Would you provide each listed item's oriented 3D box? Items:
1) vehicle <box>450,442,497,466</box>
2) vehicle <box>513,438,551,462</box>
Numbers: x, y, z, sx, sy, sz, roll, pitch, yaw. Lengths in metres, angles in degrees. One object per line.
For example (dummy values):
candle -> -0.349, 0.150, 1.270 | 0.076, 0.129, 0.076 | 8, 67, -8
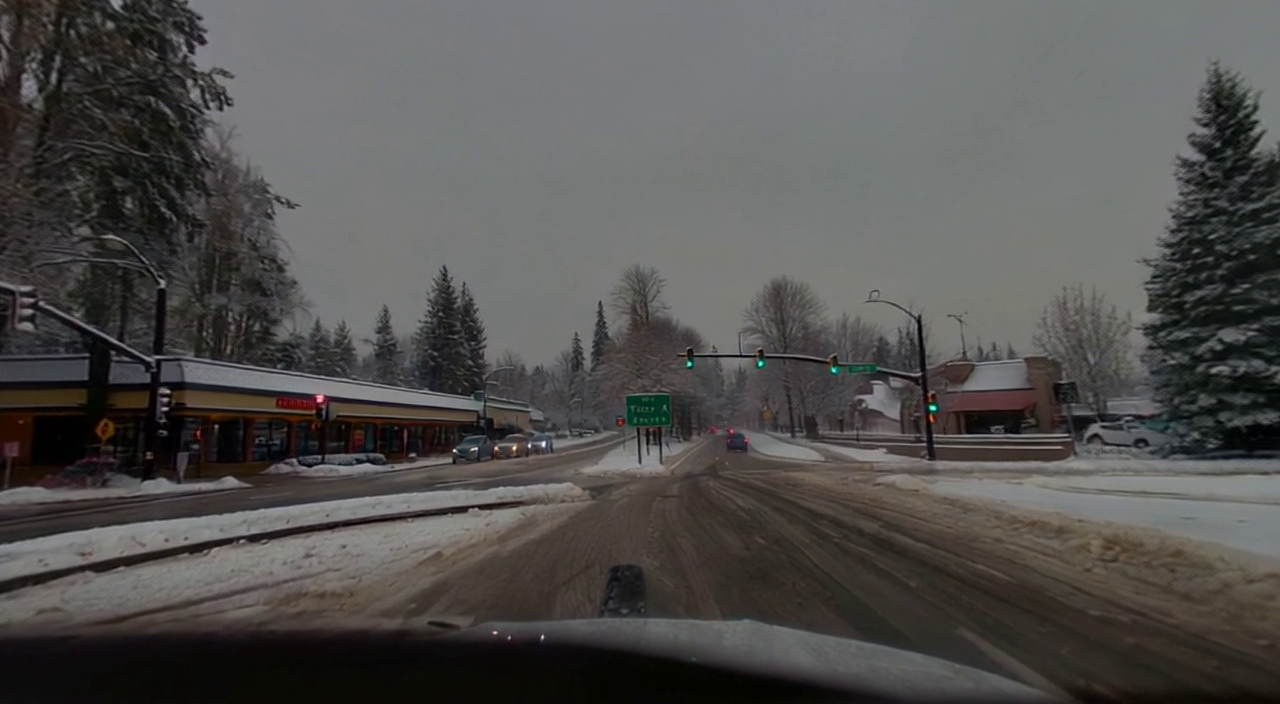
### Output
vehicle -> -11.024, 6.783, 42.098 | 2.111, 1.499, 4.371 | 0, -9, -2
vehicle -> -7.307, 6.714, 43.182 | 1.920, 1.546, 4.086 | 0, -9, -1
